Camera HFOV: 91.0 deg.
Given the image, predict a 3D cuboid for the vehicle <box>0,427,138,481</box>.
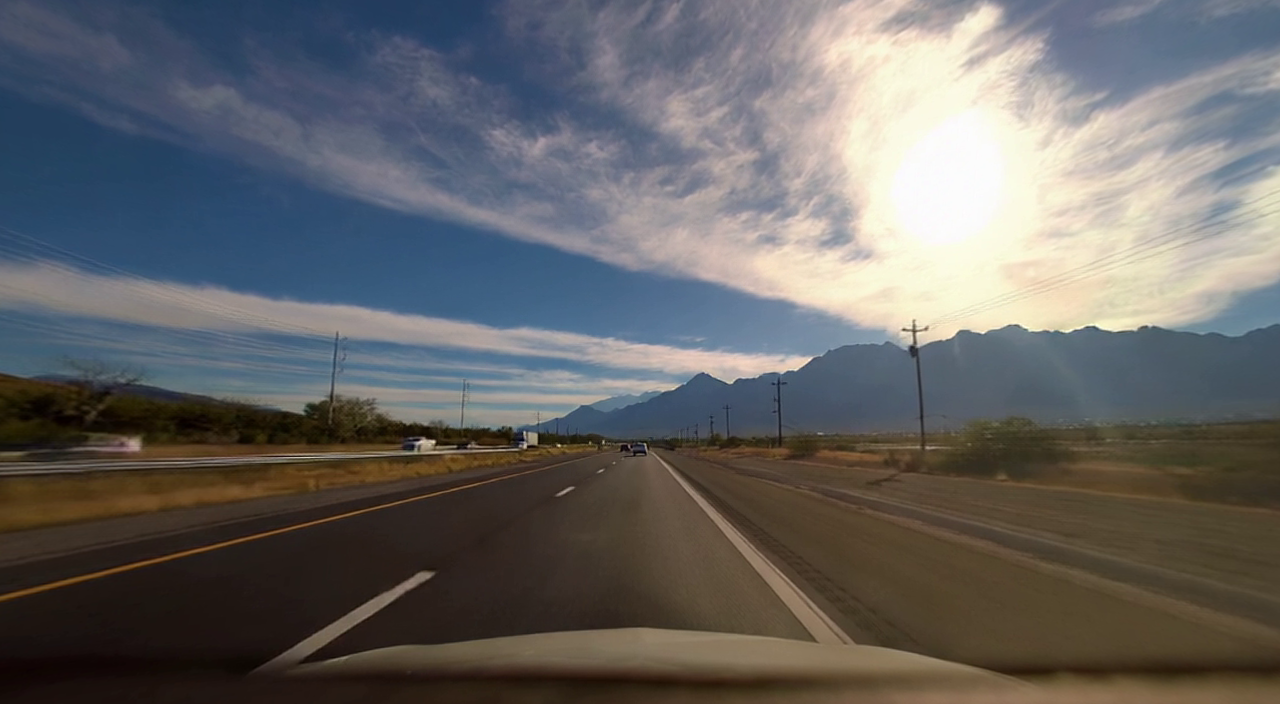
[{"bbox_3d":[-20.945,3.612,22.529,1.999,1.691,4.714,0,-8,1],"label":"vehicle"}]
